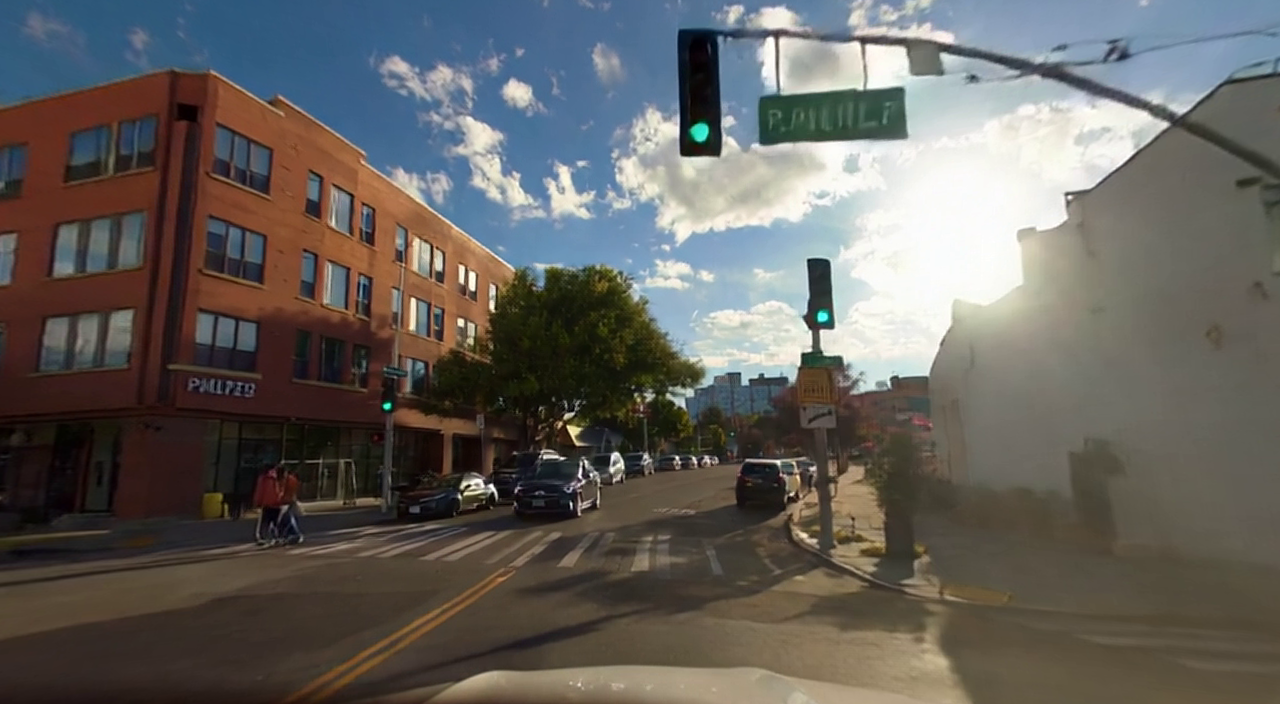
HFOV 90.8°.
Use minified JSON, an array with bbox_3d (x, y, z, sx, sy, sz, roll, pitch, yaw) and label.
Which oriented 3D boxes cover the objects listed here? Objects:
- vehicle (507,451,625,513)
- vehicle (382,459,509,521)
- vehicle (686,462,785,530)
[{"bbox_3d":[-2.205,4.128,20.522,2.181,1.723,4.692,-3,-10,15],"label":"vehicle"},{"bbox_3d":[-6.408,4.575,21.344,1.933,1.461,4.393,-8,-8,15],"label":"vehicle"},{"bbox_3d":[2.693,3.750,16.975,1.892,1.481,4.365,-4,-10,18],"label":"vehicle"}]
